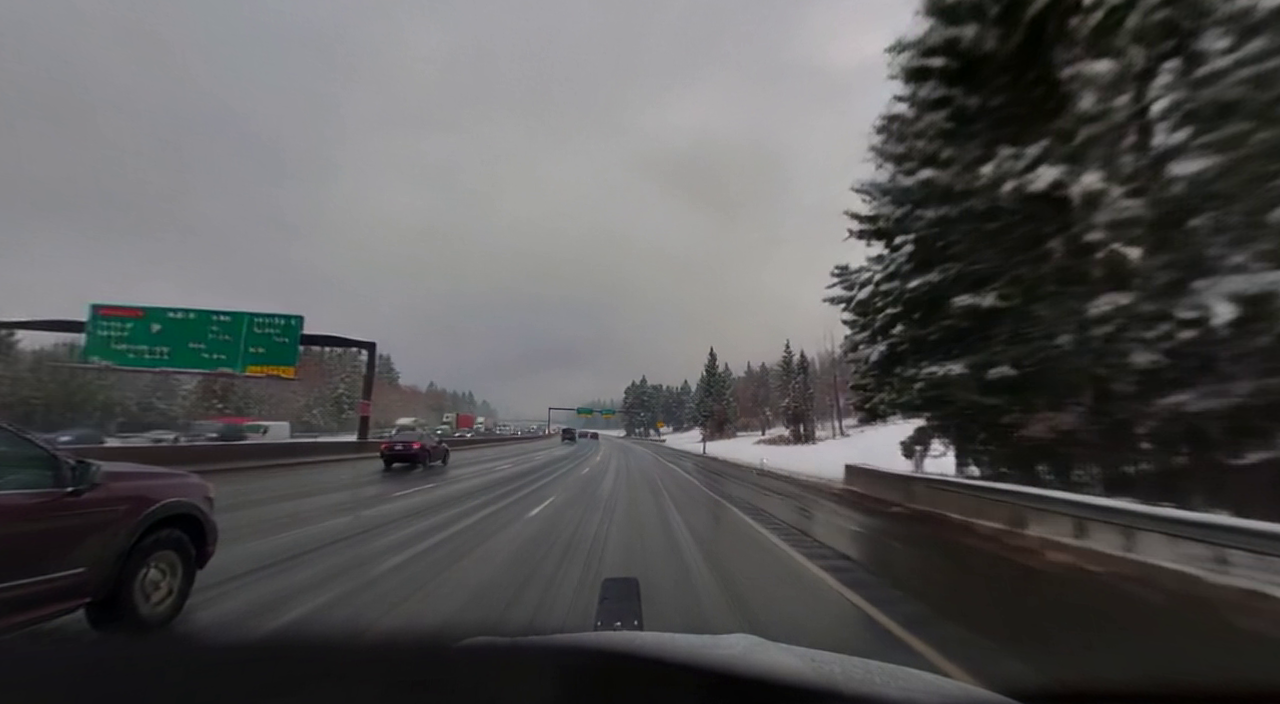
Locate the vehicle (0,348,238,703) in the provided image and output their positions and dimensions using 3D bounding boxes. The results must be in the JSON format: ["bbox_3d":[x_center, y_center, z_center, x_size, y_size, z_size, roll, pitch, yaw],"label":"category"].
[{"bbox_3d":[-3.917,0.727,2.199,2.187,1.639,4.318,0,-8,-1],"label":"vehicle"}]

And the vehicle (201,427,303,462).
[{"bbox_3d":[-18.001,4.301,29.525,1.960,1.504,4.473,0,-8,-1],"label":"vehicle"}]

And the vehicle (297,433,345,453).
[{"bbox_3d":[-22.697,6.477,44.984,1.743,1.400,3.431,0,-8,-2],"label":"vehicle"}]
